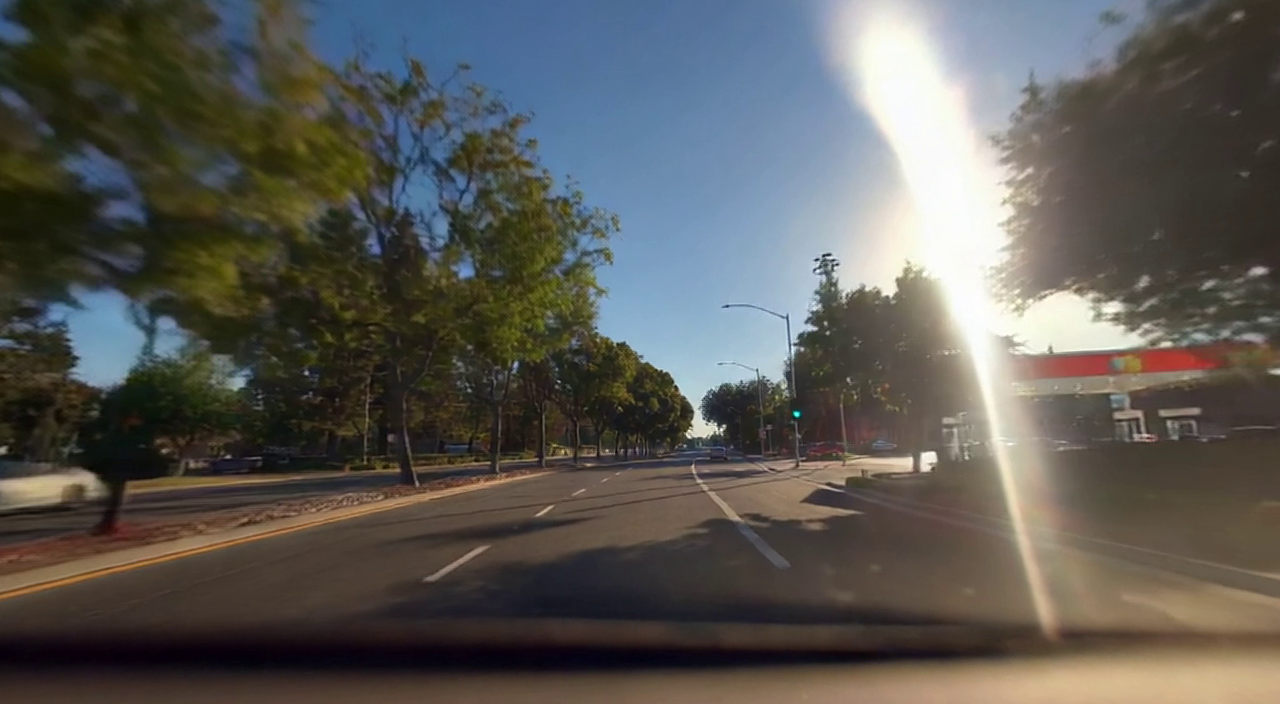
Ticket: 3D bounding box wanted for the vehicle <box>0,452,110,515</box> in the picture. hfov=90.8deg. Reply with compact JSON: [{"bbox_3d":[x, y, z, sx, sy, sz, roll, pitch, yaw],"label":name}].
[{"bbox_3d":[-18.469,3.795,18.477,1.970,1.696,4.410,-1,-9,2],"label":"vehicle"}]
